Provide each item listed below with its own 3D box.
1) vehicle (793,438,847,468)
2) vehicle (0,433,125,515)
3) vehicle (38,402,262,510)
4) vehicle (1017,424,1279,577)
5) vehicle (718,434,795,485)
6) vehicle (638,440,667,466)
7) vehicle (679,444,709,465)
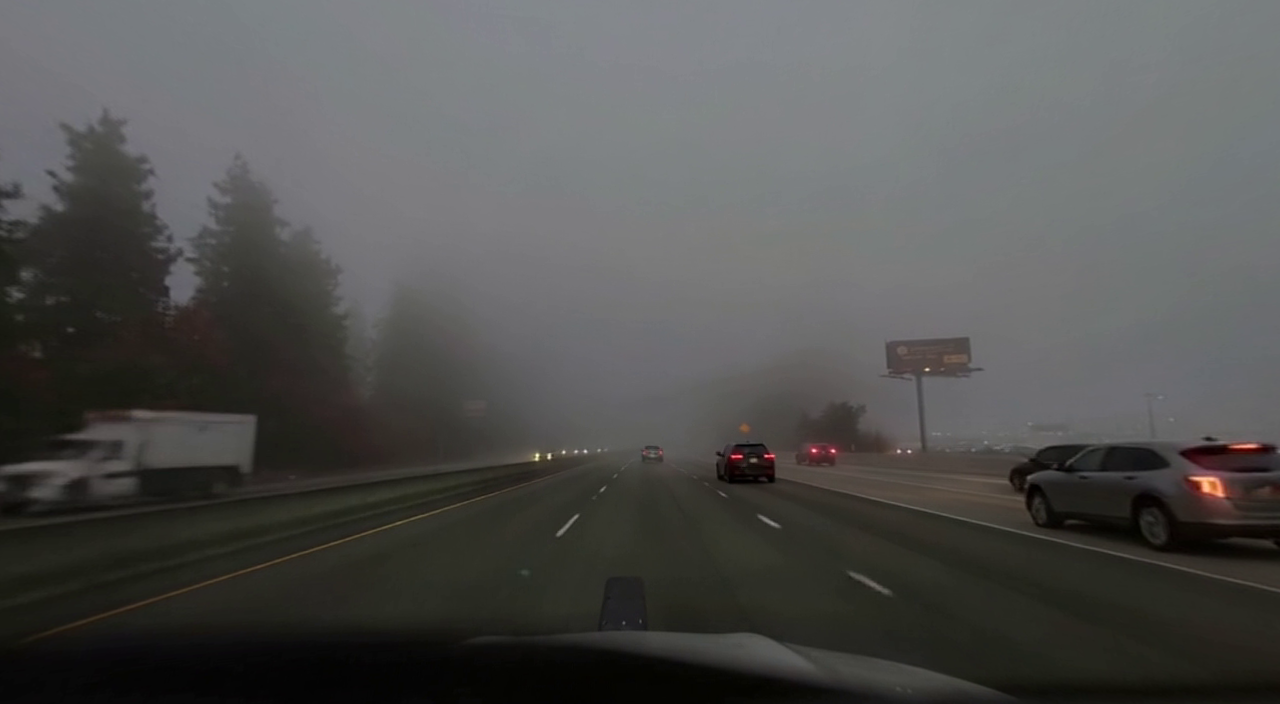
[{"bbox_3d":[11.361,6.409,40.192,2.028,1.801,4.503,0,-8,-1],"label":"vehicle"},{"bbox_3d":[-20.994,4.266,22.502,2.555,2.672,2.949,-1,-8,1],"label":"vehicle"},{"bbox_3d":[-20.930,4.497,27.961,2.949,3.979,8.564,0,-8,0],"label":"vehicle"},{"bbox_3d":[7.460,1.837,8.723,1.807,1.558,4.352,0,-8,0],"label":"vehicle"},{"bbox_3d":[4.529,4.233,25.220,2.075,1.845,4.667,0,-8,-1],"label":"vehicle"},{"bbox_3d":[0.899,7.643,47.815,2.145,1.832,4.004,0,-8,0],"label":"vehicle"},{"bbox_3d":[4.227,8.061,49.647,1.902,1.532,4.181,0,-8,-1],"label":"vehicle"}]
